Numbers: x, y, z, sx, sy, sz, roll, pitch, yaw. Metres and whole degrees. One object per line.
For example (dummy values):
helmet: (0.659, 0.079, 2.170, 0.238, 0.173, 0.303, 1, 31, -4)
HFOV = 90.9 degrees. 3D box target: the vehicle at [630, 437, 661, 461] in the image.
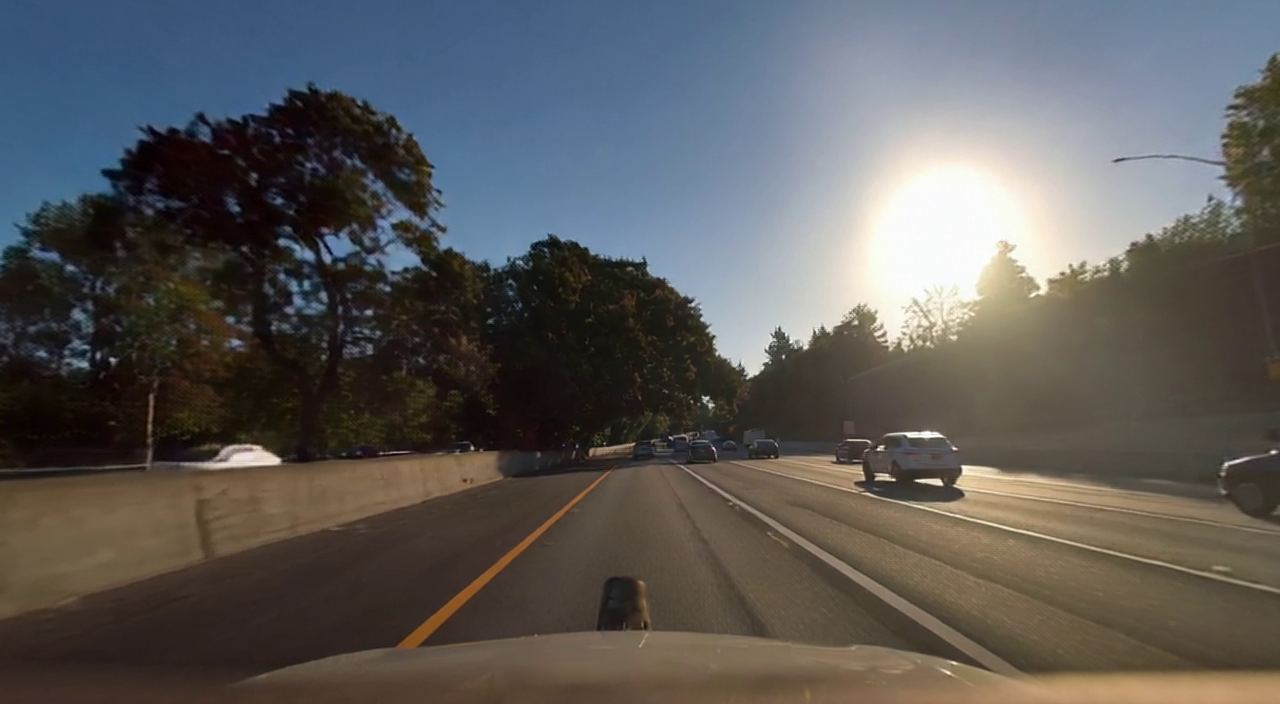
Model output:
vehicle: (0.410, 6.895, 45.044, 2.124, 1.639, 4.122, 0, -8, 1)

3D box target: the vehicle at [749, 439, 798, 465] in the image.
vehicle: (7.916, 5.970, 37.775, 1.919, 1.476, 4.303, 0, -8, -1)

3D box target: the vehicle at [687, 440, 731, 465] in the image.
vehicle: (4.199, 6.171, 38.931, 2.118, 1.438, 4.312, 0, -8, -1)

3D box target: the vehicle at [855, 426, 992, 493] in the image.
vehicle: (8.039, 3.083, 18.417, 1.986, 1.703, 4.226, 0, -8, -1)

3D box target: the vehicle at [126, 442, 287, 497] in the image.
vehicle: (-13.801, 3.731, 20.498, 2.103, 1.542, 4.434, 0, -8, 0)
